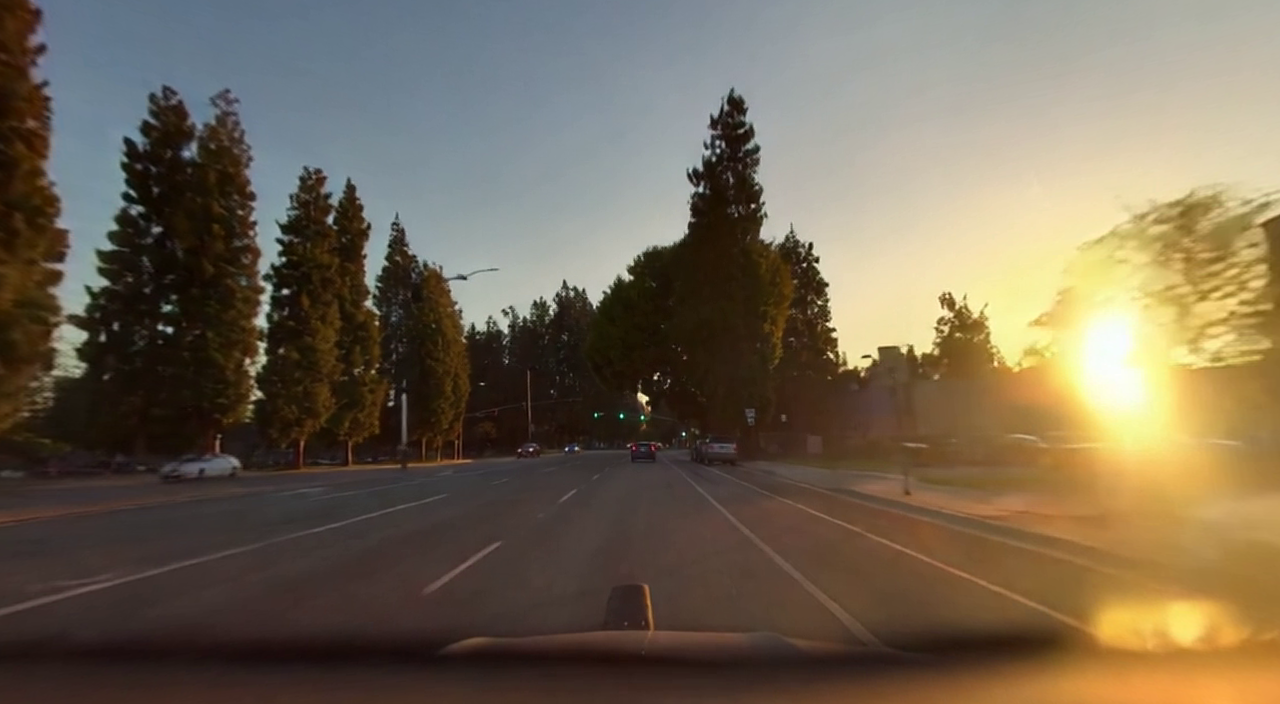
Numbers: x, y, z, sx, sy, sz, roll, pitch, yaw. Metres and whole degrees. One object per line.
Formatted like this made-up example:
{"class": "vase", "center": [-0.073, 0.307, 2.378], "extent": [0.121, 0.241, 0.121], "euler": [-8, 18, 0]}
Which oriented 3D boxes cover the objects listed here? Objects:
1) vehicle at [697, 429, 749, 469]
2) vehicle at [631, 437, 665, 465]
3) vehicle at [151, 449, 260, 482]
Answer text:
{"class": "vehicle", "center": [4.702, 5.614, 36.685], "extent": [2.162, 2.080, 6.515], "euler": [0, -8, 0]}
{"class": "vehicle", "center": [0.553, 6.771, 43.277], "extent": [2.169, 1.751, 4.276], "euler": [0, -8, 1]}
{"class": "vehicle", "center": [-21.022, 5.472, 30.740], "extent": [2.005, 1.470, 4.520], "euler": [-1, -8, 2]}
